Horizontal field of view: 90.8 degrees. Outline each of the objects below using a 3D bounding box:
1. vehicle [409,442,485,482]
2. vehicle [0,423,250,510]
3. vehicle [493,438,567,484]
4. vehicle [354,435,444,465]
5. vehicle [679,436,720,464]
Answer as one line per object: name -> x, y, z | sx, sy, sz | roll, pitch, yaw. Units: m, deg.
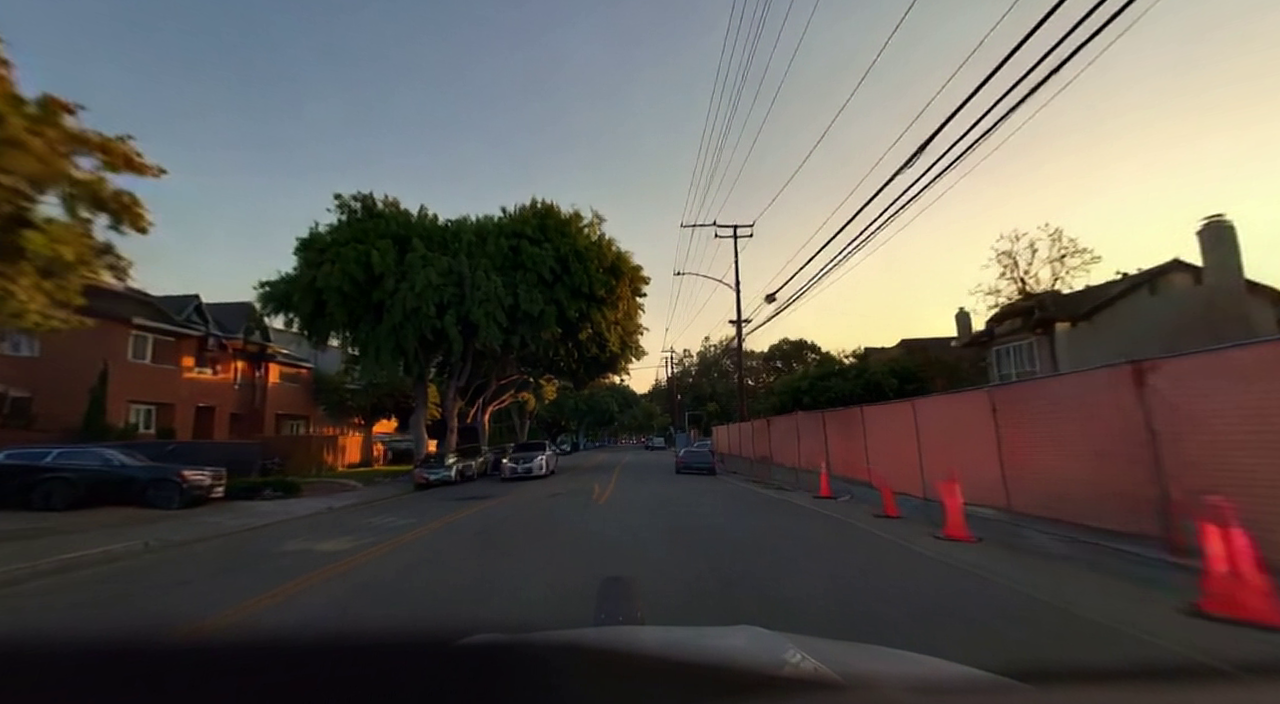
vehicle -> -8.225, 4.720, 27.362 | 2.041, 1.480, 4.474 | -2, -9, -2
vehicle -> -12.316, 2.657, 14.874 | 4.780, 1.867, 2.108 | 0, -8, -3
vehicle -> -4.254, 4.266, 25.063 | 2.068, 1.543, 4.523 | -3, -8, 0
vehicle -> -15.308, 6.270, 40.332 | 4.833, 1.831, 2.066 | 0, -8, -1
vehicle -> 3.456, 5.761, 37.328 | 1.902, 1.542, 4.099 | 0, -8, -2
